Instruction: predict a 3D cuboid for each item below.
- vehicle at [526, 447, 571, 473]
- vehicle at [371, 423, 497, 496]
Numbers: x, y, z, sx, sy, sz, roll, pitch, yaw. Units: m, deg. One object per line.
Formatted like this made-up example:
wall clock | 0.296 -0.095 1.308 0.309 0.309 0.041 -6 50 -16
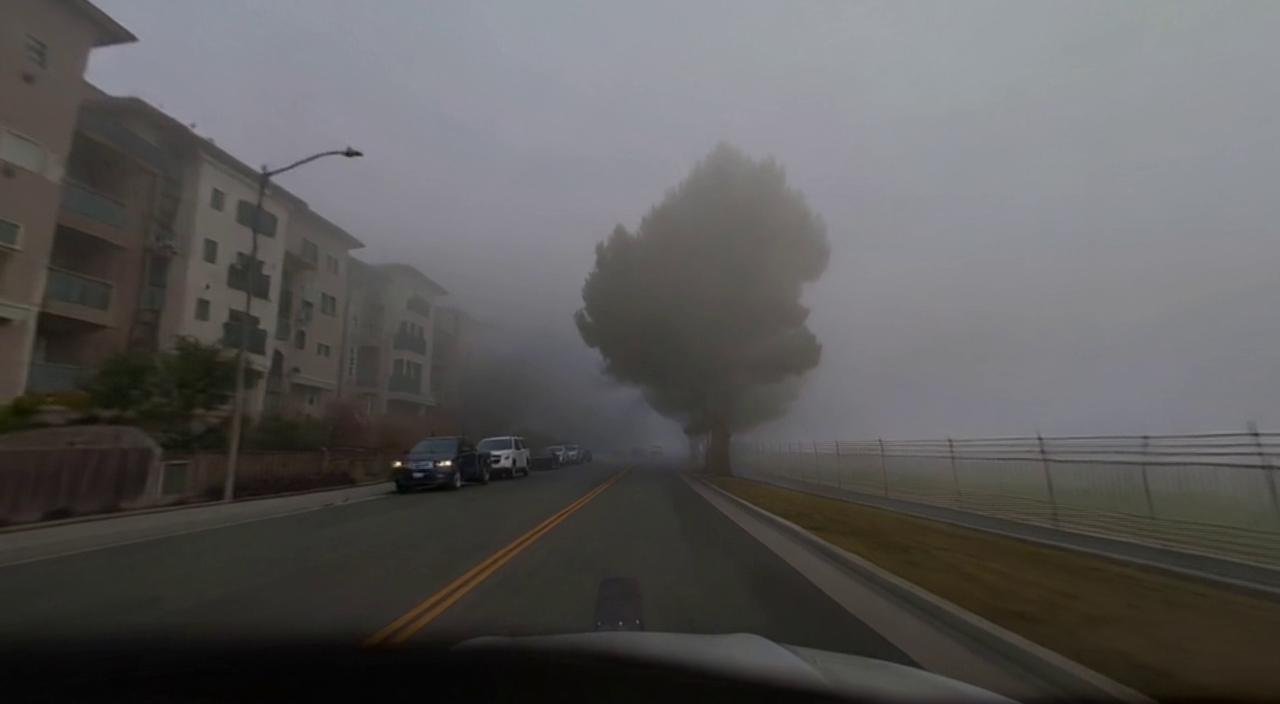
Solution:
vehicle | -5.763 6.840 40.370 1.914 1.417 4.750 2 -8 2
vehicle | -6.361 3.395 20.278 2.192 1.965 4.917 2 -8 1
